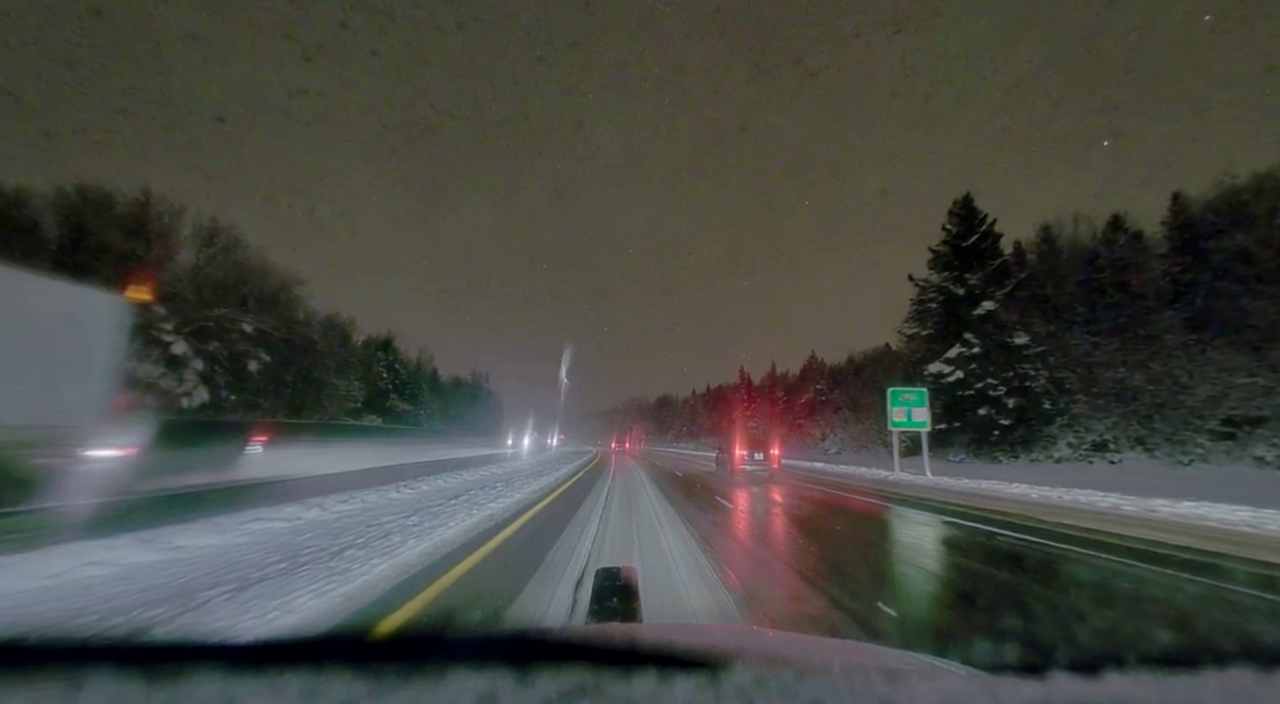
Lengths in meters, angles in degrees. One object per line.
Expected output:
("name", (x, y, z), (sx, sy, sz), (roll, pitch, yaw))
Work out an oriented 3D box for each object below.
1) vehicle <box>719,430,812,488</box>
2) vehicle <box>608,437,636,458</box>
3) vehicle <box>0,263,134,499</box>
("vehicle", (3.561, 3.098, 18.511), (1.852, 1.513, 3.652), (0, -8, -2))
("vehicle", (-1.410, 7.232, 47.759), (1.998, 1.512, 3.735), (1, -8, -3))
("vehicle", (-8.498, 0.177, 5.975), (2.663, 2.628, 5.536), (0, -8, 0))
